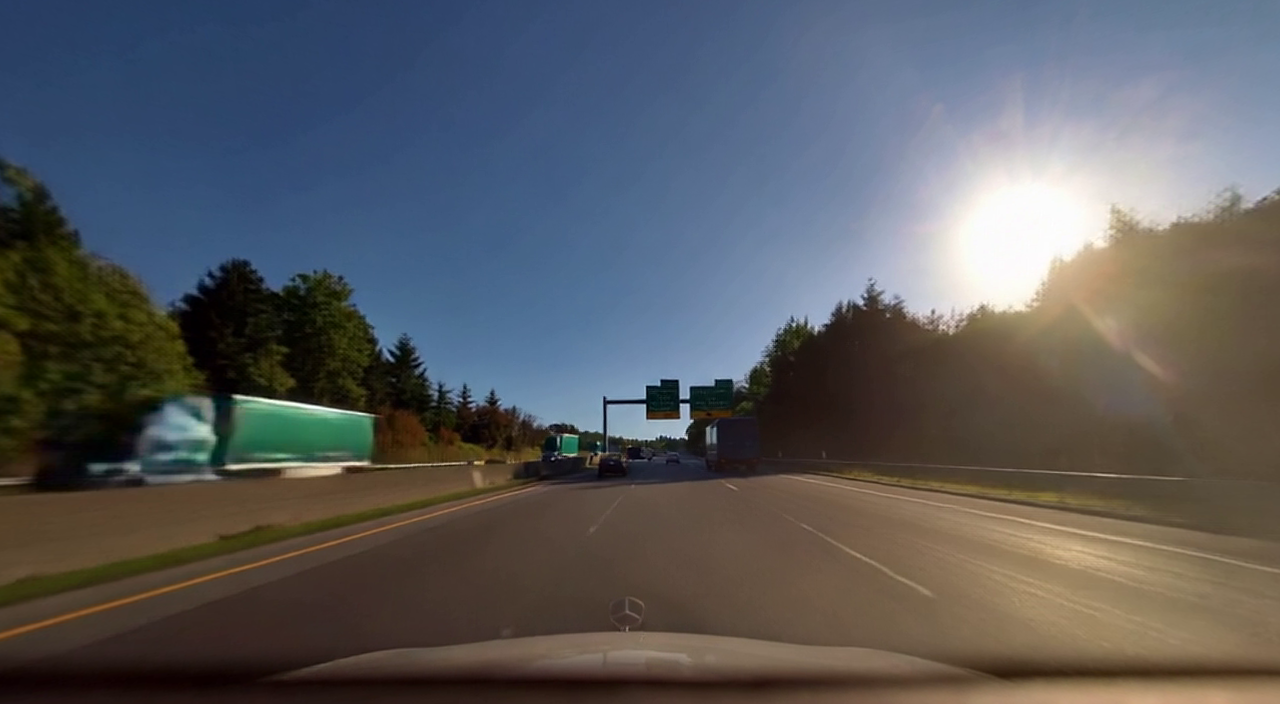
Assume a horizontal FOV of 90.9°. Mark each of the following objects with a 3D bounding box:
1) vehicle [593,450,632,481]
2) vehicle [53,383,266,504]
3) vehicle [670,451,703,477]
[{"bbox_3d":[-1.472,6.307,35.260,1.960,1.579,4.384,0,-9,1],"label":"vehicle"},{"bbox_3d":[-17.717,3.484,23.919,3.005,3.979,5.919,-1,-9,2],"label":"vehicle"},{"bbox_3d":[2.937,7.171,40.650,1.957,1.541,4.099,0,-9,2],"label":"vehicle"}]
